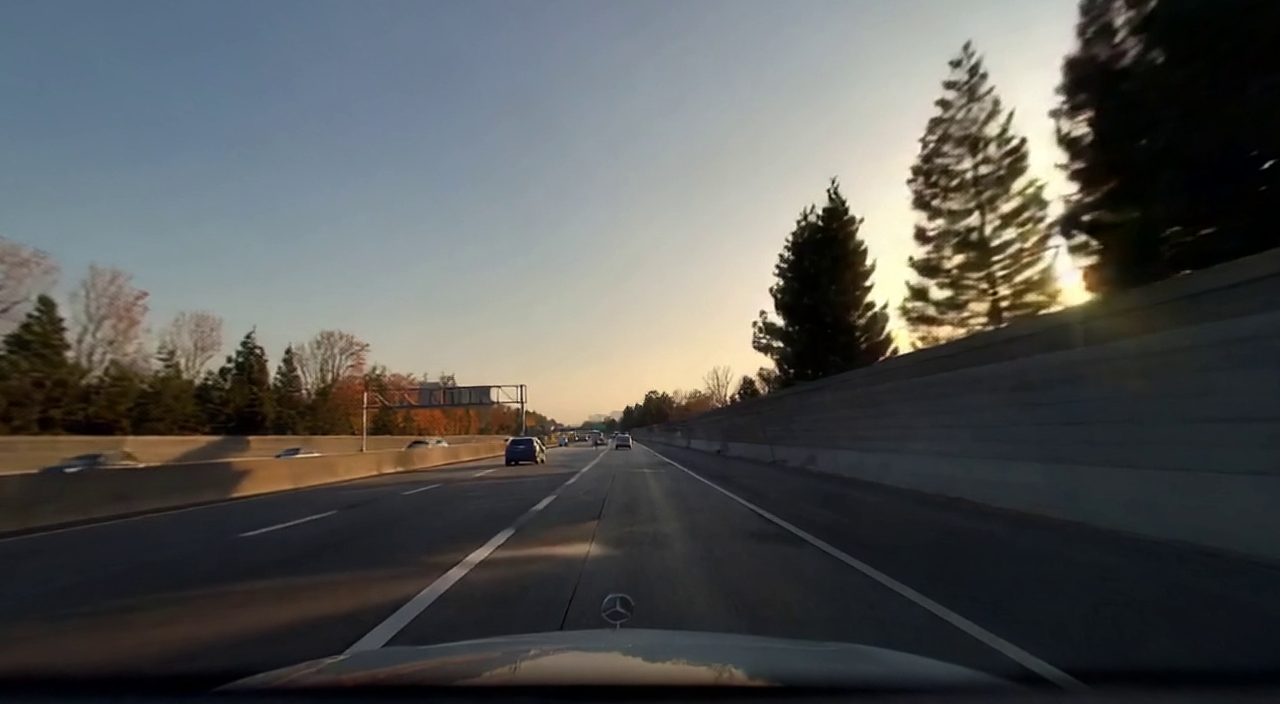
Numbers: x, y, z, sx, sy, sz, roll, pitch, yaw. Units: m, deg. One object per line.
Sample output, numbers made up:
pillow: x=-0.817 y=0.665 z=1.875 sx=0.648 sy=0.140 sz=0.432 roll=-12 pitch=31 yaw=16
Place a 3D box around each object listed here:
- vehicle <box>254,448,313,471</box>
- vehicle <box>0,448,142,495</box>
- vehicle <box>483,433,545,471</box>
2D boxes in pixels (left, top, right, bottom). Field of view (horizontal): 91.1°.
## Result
vehicle: x=-24.504 y=7.355 z=43.338 sx=1.692 sy=1.446 sz=4.110 roll=0 pitch=-8 yaw=-1
vehicle: x=-23.642 y=4.903 z=26.222 sx=1.896 sy=1.640 sz=4.744 roll=0 pitch=-8 yaw=-2
vehicle: x=-5.367 y=4.297 z=27.324 sx=1.988 sy=1.505 sz=4.044 roll=0 pitch=-8 yaw=-2
